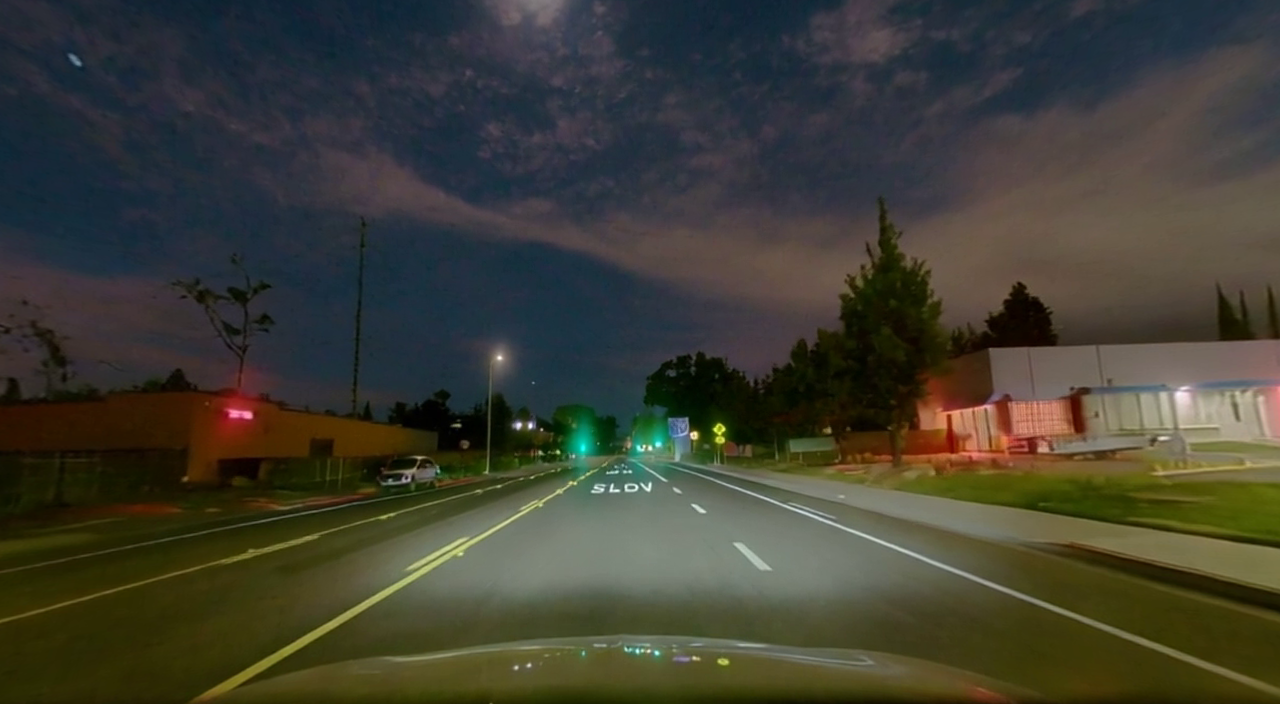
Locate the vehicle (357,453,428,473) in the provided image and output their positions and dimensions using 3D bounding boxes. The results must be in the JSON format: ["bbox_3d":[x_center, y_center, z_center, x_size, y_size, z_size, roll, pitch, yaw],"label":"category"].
[{"bbox_3d":[-19.456,8.725,49.743,4.804,1.527,1.887,0,-9,0],"label":"vehicle"}]

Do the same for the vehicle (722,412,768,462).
[{"bbox_3d":[7.589,6.141,45.139,2.714,3.227,7.170,-2,-9,13],"label":"vehicle"}]

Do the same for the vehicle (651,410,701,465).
[{"bbox_3d":[2.602,6.833,49.511,3.074,3.703,11.122,2,-9,-1],"label":"vehicle"}]

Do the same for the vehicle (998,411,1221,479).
[{"bbox_3d":[12.586,2.575,17.412,4.554,1.668,1.974,-5,-10,27],"label":"vehicle"}]
